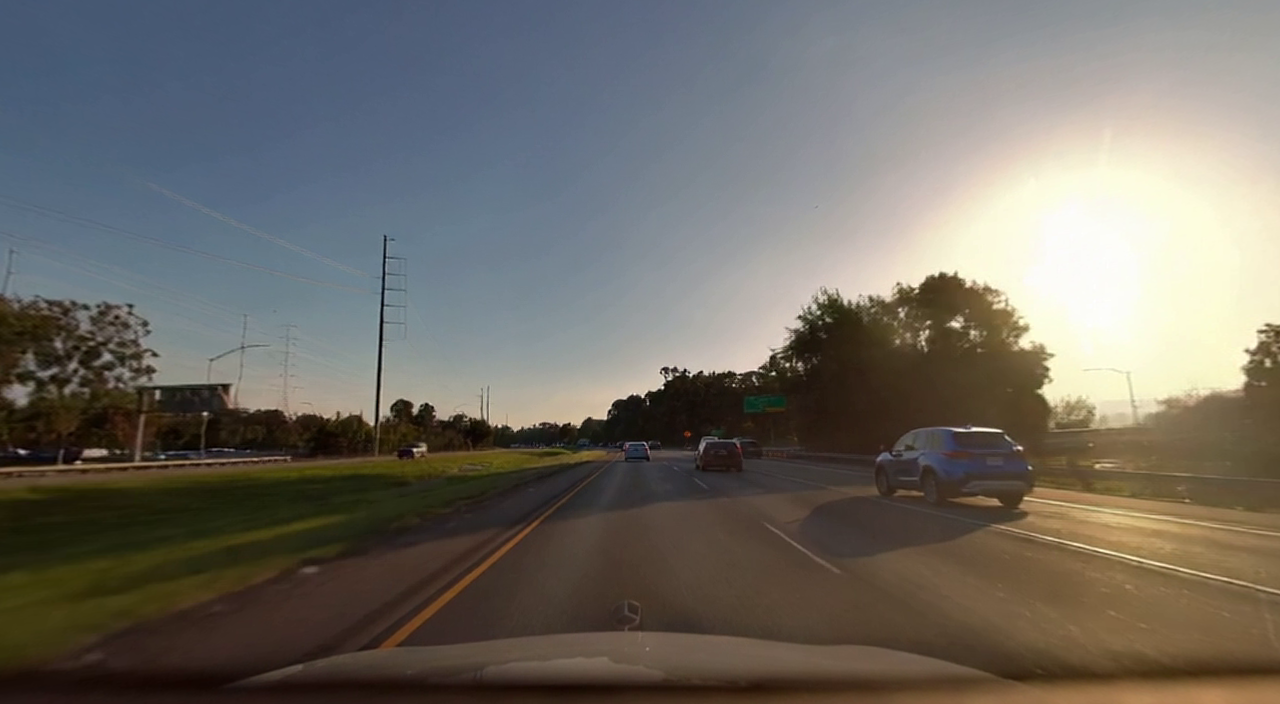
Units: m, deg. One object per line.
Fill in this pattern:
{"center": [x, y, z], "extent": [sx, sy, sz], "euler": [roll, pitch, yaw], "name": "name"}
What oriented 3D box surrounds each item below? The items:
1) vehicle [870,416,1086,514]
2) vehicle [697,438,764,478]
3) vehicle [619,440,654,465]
{"center": [7.174, 2.447, 14.196], "extent": [2.114, 1.800, 4.779], "euler": [0, -8, -1], "name": "vehicle"}
{"center": [3.594, 4.289, 25.801], "extent": [1.978, 1.488, 4.252], "euler": [0, -8, -2], "name": "vehicle"}
{"center": [-0.229, 6.264, 39.401], "extent": [2.085, 1.449, 3.860], "euler": [0, -8, -1], "name": "vehicle"}
